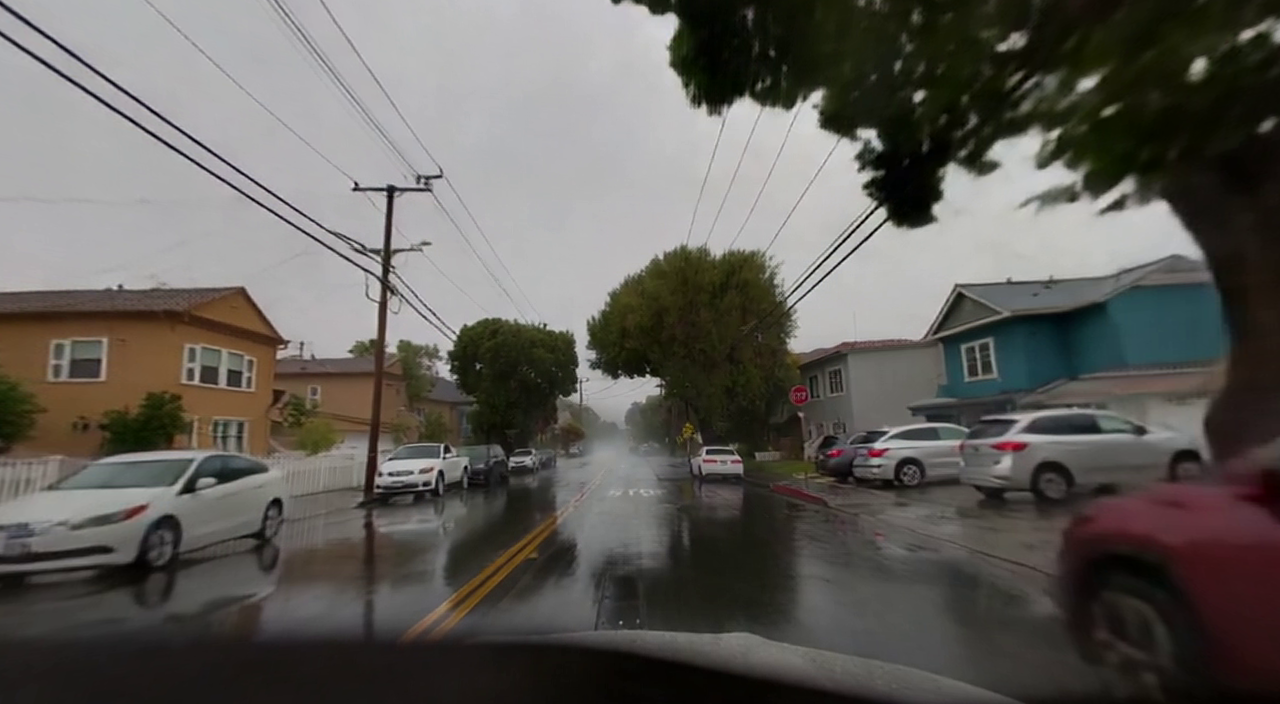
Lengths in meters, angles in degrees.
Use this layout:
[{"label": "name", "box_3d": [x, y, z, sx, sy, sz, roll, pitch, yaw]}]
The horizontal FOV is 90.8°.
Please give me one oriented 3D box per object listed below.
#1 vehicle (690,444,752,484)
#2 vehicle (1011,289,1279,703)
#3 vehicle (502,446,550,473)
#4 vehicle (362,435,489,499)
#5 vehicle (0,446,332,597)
[{"label": "vehicle", "box_3d": [3.380, 4.785, 27.407, 1.963, 1.536, 5.446, 0, -9, 0]}, {"label": "vehicle", "box_3d": [3.509, 0.642, 1.836, 2.114, 1.909, 4.266, 0, -9, -2]}, {"label": "vehicle", "box_3d": [-6.762, 6.449, 38.099, 2.056, 1.481, 4.451, 0, -9, 0]}, {"label": "vehicle", "box_3d": [-6.545, 3.576, 20.112, 2.136, 1.757, 5.365, 0, -9, 0]}, {"label": "vehicle", "box_3d": [-6.477, 2.019, 8.544, 2.211, 1.469, 4.380, 0, -9, 4]}]
